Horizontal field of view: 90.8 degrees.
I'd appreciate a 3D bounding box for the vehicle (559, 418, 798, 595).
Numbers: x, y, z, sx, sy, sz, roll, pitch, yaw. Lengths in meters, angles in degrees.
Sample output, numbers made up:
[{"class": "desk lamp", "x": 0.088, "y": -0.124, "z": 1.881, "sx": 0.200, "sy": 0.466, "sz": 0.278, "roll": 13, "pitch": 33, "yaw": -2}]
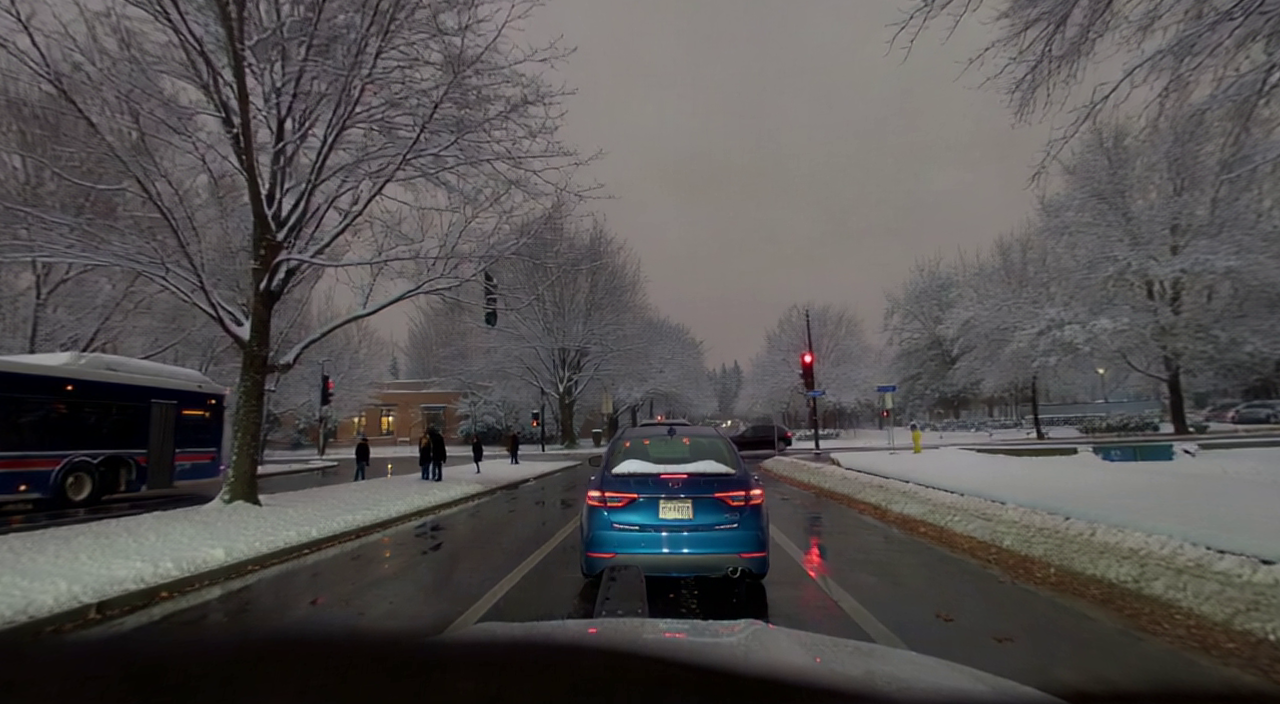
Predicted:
[{"class": "vehicle", "x": 0.366, "y": 1.613, "z": 7.387, "sx": 2.035, "sy": 1.499, "sz": 3.799, "roll": 0, "pitch": -8, "yaw": 1}]
